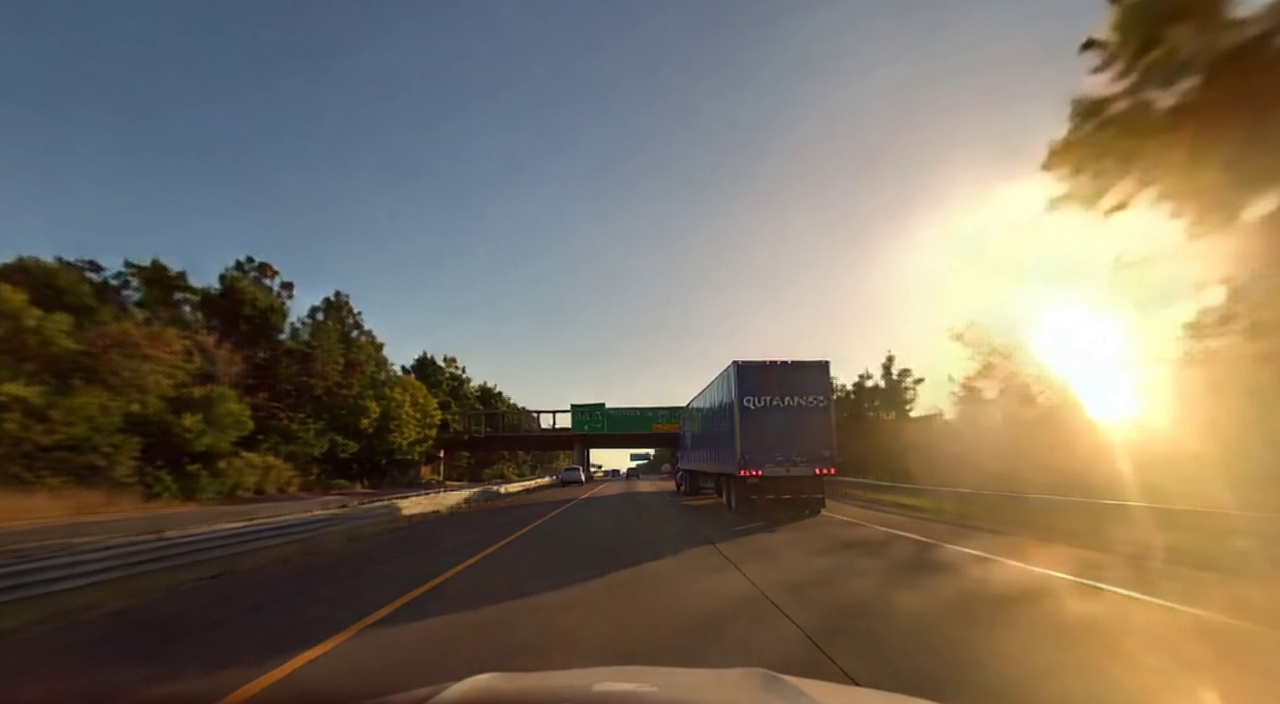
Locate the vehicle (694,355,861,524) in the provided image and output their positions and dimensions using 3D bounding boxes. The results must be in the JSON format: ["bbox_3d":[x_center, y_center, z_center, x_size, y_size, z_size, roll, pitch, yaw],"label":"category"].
[{"bbox_3d":[3.736,3.039,20.512,2.871,4.032,10.642,1,-10,-1],"label":"vehicle"}]

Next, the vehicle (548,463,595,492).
[{"bbox_3d":[-3.982,7.408,37.470,2.180,1.556,4.895,1,-10,0],"label":"vehicle"}]
